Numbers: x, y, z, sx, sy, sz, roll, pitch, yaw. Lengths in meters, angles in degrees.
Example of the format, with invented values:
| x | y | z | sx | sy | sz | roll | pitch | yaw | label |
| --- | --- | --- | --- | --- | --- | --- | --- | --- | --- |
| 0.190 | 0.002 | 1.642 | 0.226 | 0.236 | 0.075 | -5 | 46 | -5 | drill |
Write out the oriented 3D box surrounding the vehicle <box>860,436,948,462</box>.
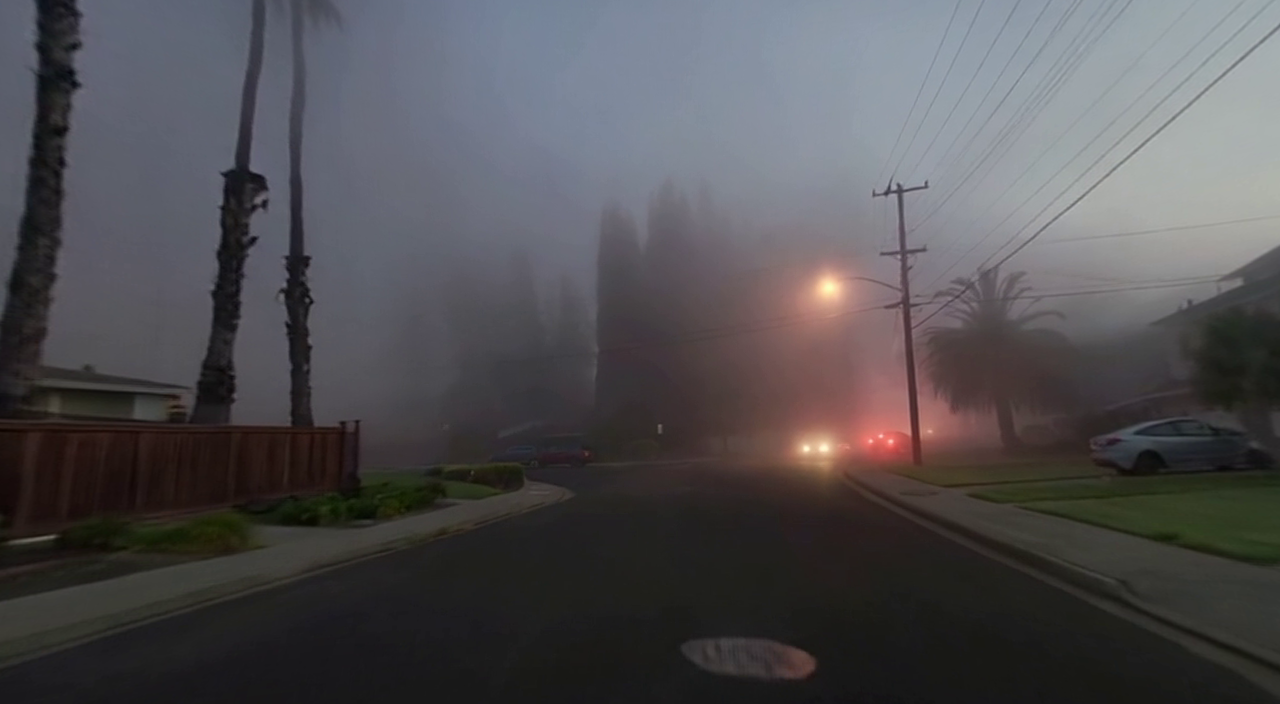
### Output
| x | y | z | sx | sy | sz | roll | pitch | yaw | label |
| --- | --- | --- | --- | --- | --- | --- | --- | --- | --- |
| 15.304 | 5.654 | 36.770 | 4.531 | 1.447 | 1.814 | -4 | -10 | 21 | vehicle |

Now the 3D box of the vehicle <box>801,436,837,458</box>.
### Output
| x | y | z | sx | sy | sz | roll | pitch | yaw | label |
| --- | --- | --- | --- | --- | --- | --- | --- | --- | --- |
| 14.128 | 7.485 | 49.647 | 1.955 | 1.632 | 3.688 | -4 | -9 | 26 | vehicle |

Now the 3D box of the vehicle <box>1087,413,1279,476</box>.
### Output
| x | y | z | sx | sy | sz | roll | pitch | yaw | label |
| --- | --- | --- | --- | --- | --- | --- | --- | --- | --- |
| 14.557 | 2.354 | 16.083 | 4.641 | 1.498 | 2.001 | -1 | -9 | 8 | vehicle |
